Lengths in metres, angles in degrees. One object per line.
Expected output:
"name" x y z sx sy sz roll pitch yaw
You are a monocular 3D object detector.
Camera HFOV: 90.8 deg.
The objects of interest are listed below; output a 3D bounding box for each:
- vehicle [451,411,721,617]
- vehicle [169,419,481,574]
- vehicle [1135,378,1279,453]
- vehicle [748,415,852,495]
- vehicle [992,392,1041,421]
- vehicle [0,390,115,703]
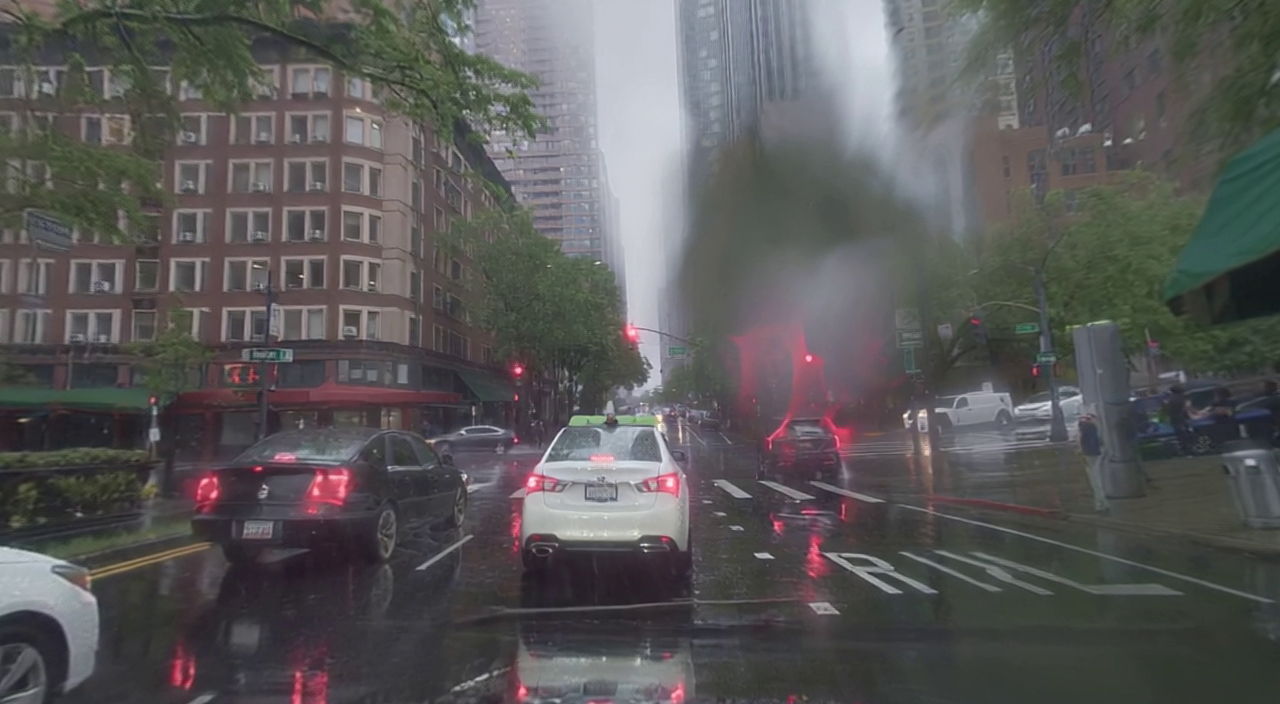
"vehicle" -0.418 1.496 6.730 1.999 1.520 3.896 0 -8 -1
"vehicle" -3.685 1.755 8.486 1.934 1.522 4.287 0 -8 0
"vehicle" 21.627 2.359 22.882 5.863 2.493 2.354 2 -9 -12
"vehicle" 3.756 2.513 15.633 1.958 1.667 4.392 -1 -9 7
"vehicle" 26.579 3.908 44.528 1.979 1.769 4.657 -7 -11 40
"vehicle" -3.907 0.699 1.194 1.995 1.524 4.438 0 -8 0
